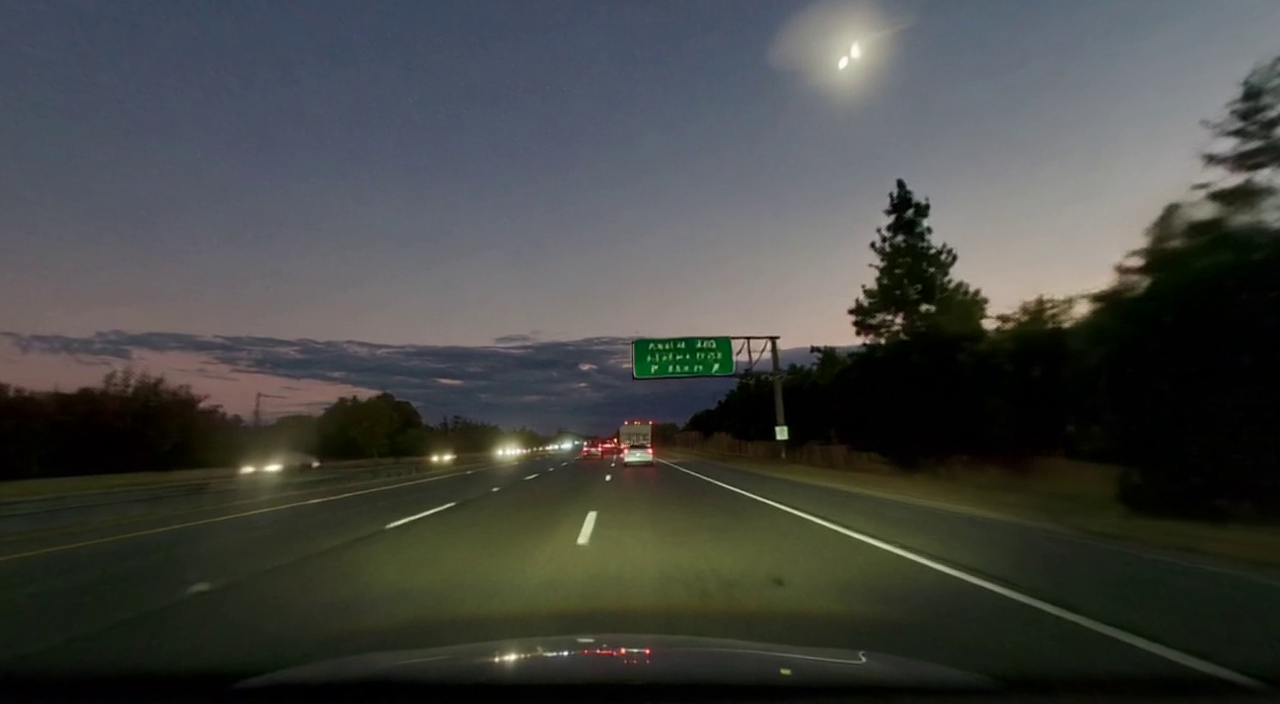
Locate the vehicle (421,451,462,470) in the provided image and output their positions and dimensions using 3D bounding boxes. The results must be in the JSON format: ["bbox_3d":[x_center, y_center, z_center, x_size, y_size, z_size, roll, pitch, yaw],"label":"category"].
[{"bbox_3d":[-14.498,7.934,46.332,1.849,1.349,3.837,0,-9,-2],"label":"vehicle"}]

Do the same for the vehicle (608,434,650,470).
[{"bbox_3d":[-0.703,5.688,36.045,2.139,1.925,4.312,0,-9,-5],"label":"vehicle"}]

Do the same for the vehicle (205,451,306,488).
[{"bbox_3d":[-16.558,5.043,27.433,1.939,1.451,3.927,0,-9,-1],"label":"vehicle"}]
